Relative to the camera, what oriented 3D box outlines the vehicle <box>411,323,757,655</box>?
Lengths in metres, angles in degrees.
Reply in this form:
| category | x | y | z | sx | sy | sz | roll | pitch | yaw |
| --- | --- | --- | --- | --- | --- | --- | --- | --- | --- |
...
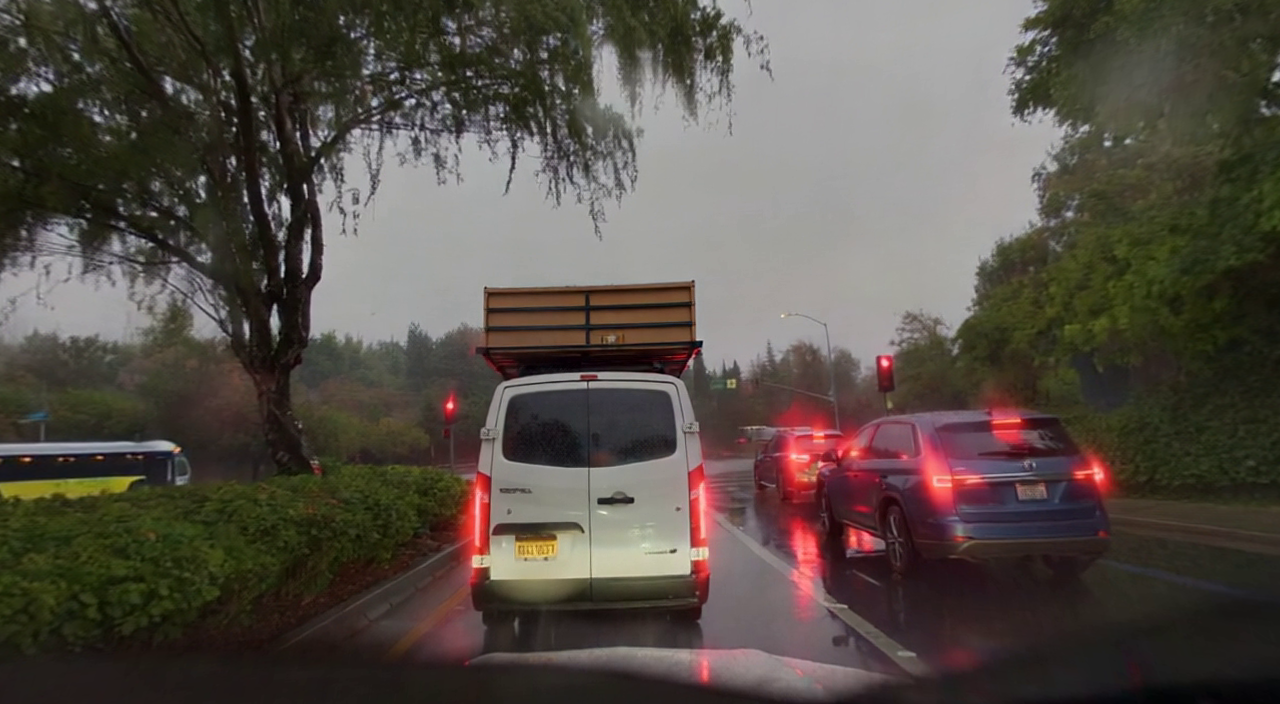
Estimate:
| category | x | y | z | sx | sy | sz | roll | pitch | yaw |
| --- | --- | --- | --- | --- | --- | --- | --- | --- | --- |
| vehicle | -0.361 | 1.162 | 6.200 | 2.145 | 2.089 | 4.309 | 0 | -9 | 0 |

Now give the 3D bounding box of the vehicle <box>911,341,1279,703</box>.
| category | x | y | z | sx | sy | sz | roll | pitch | yaw |
| --- | --- | --- | --- | --- | --- | --- | --- | --- | --- |
| vehicle | 3.451 | 0.941 | 3.401 | 1.965 | 1.671 | 4.146 | 0 | -9 | -3 |

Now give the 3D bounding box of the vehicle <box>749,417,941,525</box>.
| category | x | y | z | sx | sy | sz | roll | pitch | yaw |
| --- | --- | --- | --- | --- | --- | --- | --- | --- | --- |
| vehicle | 3.655 | 2.213 | 12.267 | 2.024 | 1.692 | 4.252 | 1 | -9 | -4 |

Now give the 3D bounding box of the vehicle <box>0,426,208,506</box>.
| category | x | y | z | sx | sy | sz | roll | pitch | yaw |
| --- | --- | --- | --- | --- | --- | --- | --- | --- | --- |
| vehicle | -26.648 | 5.227 | 28.416 | 11.969 | 3.012 | 2.786 | -3 | -8 | -5 |
